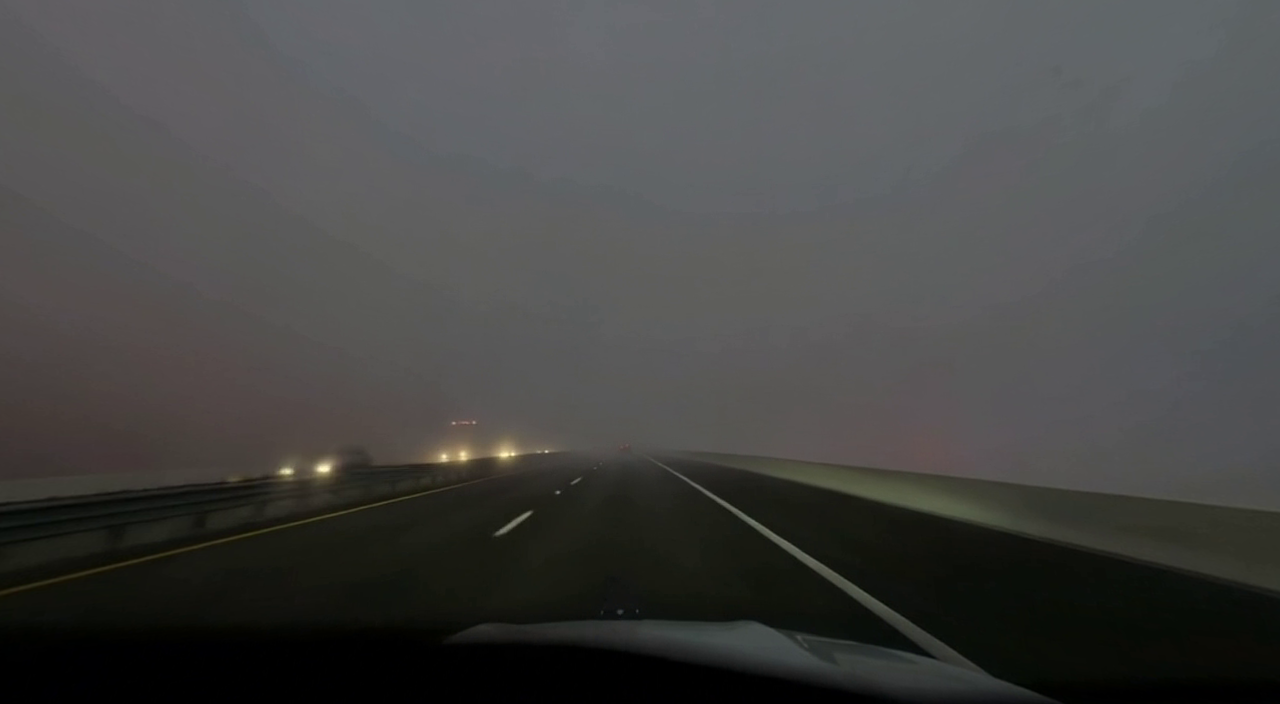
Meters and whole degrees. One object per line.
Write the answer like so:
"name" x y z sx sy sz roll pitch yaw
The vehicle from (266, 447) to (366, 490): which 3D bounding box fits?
"vehicle" -12.982 4.645 25.446 1.903 1.555 4.299 0 -9 -2
